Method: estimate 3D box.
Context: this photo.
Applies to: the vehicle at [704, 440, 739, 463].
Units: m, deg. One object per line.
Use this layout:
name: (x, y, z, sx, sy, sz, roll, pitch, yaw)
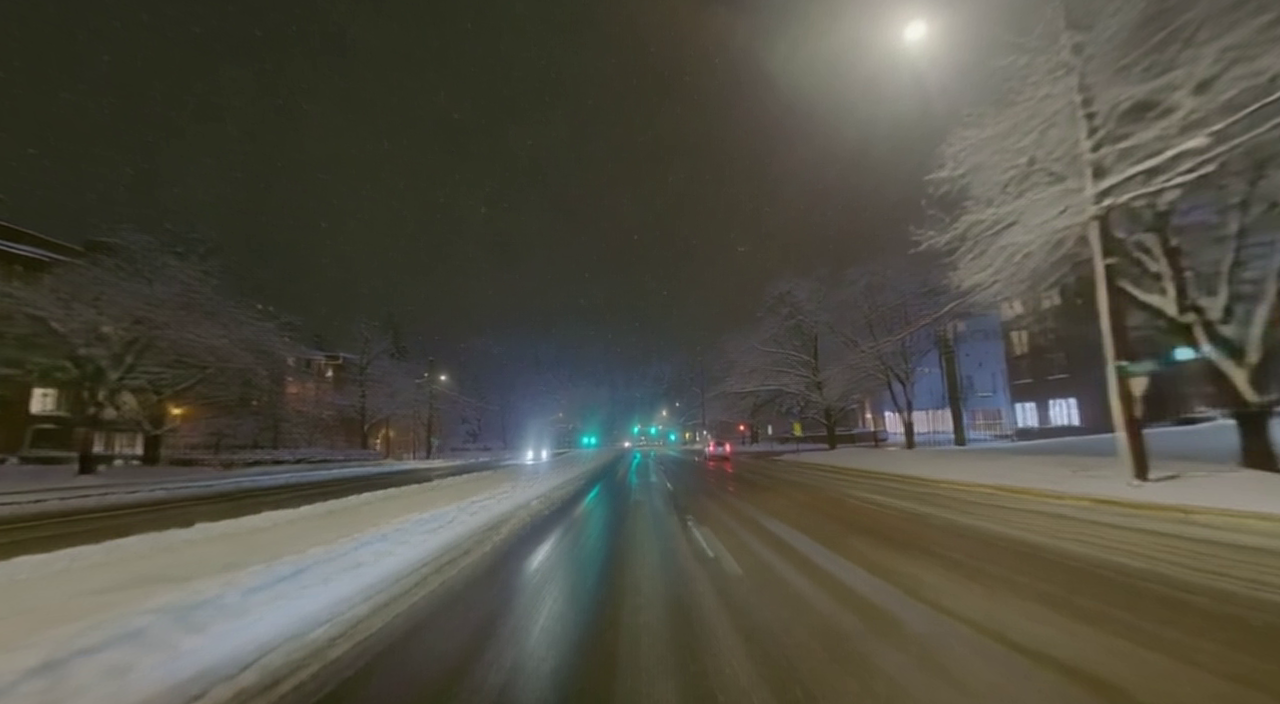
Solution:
vehicle: (5.704, 7.001, 44.344, 1.908, 1.476, 3.880, 0, -9, 0)
